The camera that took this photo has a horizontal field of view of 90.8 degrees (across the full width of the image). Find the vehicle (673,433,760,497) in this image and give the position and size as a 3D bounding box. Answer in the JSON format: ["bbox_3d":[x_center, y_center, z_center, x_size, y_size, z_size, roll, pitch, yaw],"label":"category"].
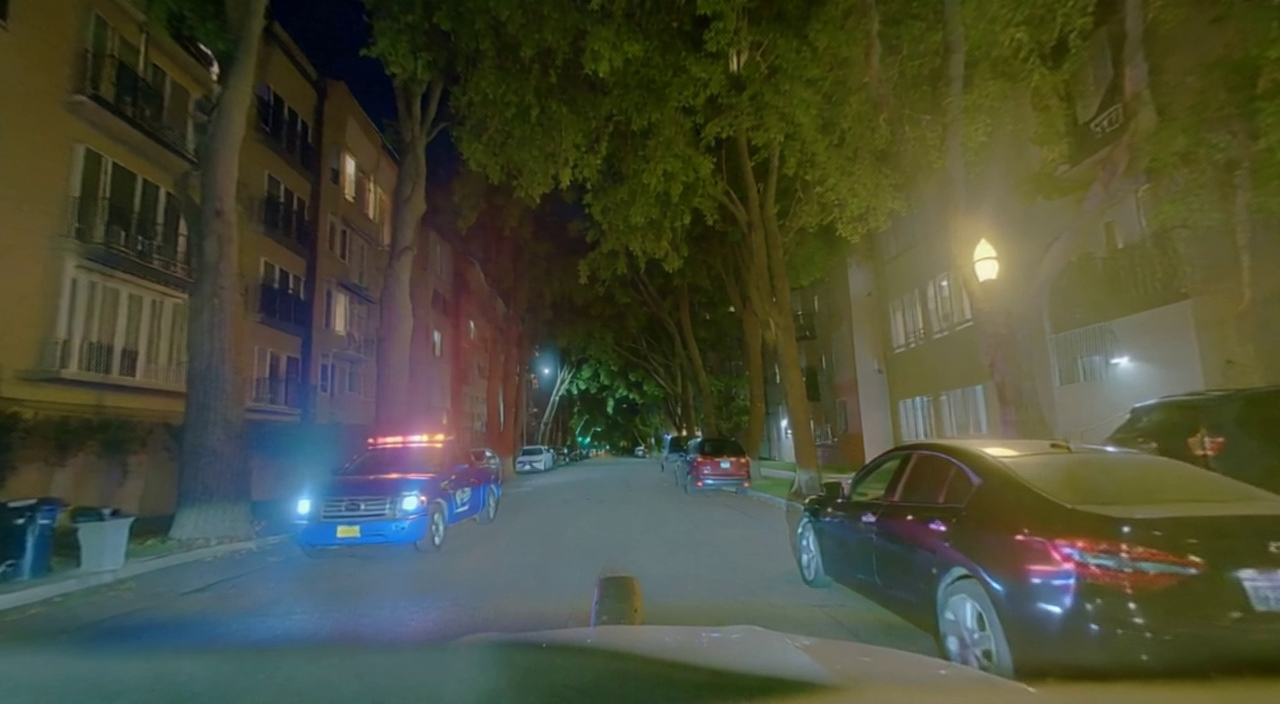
[{"bbox_3d":[2.113,3.277,18.680,1.878,1.664,4.033,0,-8,-3],"label":"vehicle"}]

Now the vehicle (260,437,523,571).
[{"bbox_3d":[-3.271,2.068,9.501,1.966,1.515,4.394,-1,-8,3],"label":"vehicle"}]

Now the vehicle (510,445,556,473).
[{"bbox_3d":[-6.524,6.558,38.964,1.959,1.490,4.361,0,-7,1],"label":"vehicle"}]

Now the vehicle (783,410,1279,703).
[{"bbox_3d":[2.591,1.280,4.408,1.845,1.479,4.727,0,-8,-3],"label":"vehicle"}]
